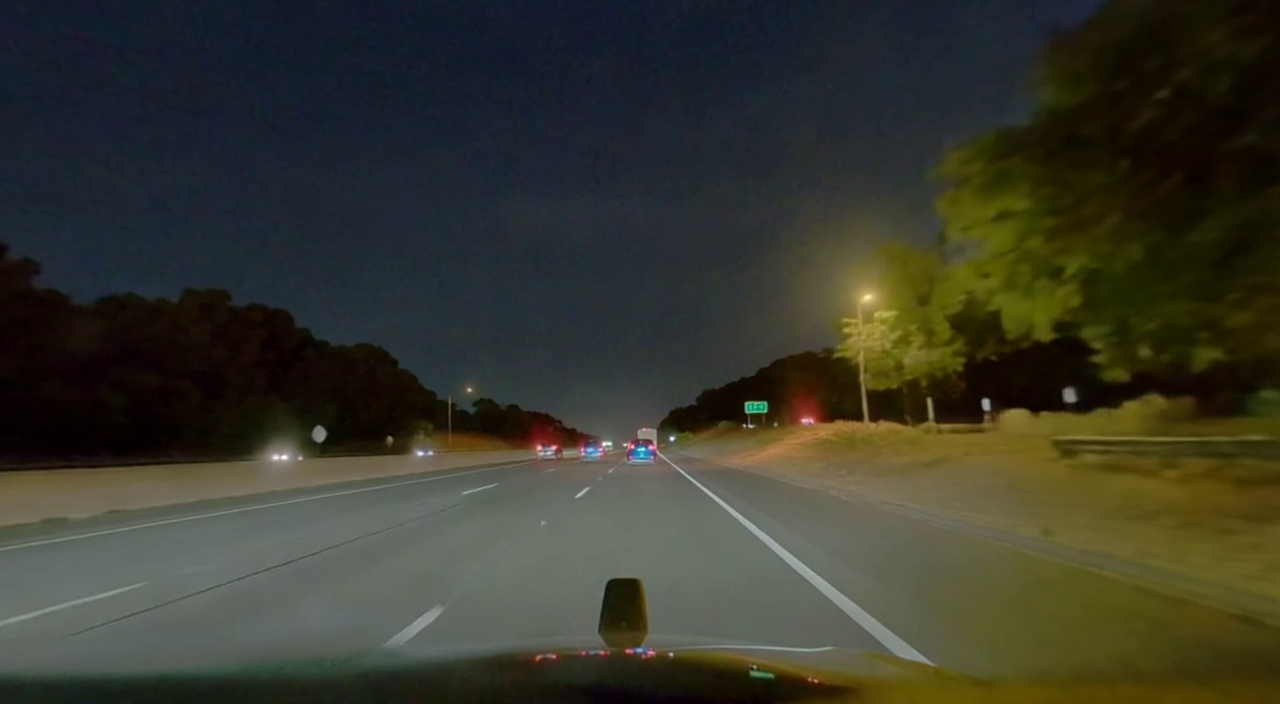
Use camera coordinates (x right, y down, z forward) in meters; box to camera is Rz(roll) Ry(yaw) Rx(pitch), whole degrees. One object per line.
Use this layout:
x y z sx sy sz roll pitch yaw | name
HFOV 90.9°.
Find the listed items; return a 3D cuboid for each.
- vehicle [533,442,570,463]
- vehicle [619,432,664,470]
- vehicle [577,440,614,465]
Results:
-6.626 7.558 47.633 2.009 1.519 4.697 -1 -8 1 | vehicle
0.092 5.486 35.166 2.309 1.915 5.130 -1 -8 0 | vehicle
-3.024 7.020 44.161 2.139 1.589 5.102 -1 -8 1 | vehicle
